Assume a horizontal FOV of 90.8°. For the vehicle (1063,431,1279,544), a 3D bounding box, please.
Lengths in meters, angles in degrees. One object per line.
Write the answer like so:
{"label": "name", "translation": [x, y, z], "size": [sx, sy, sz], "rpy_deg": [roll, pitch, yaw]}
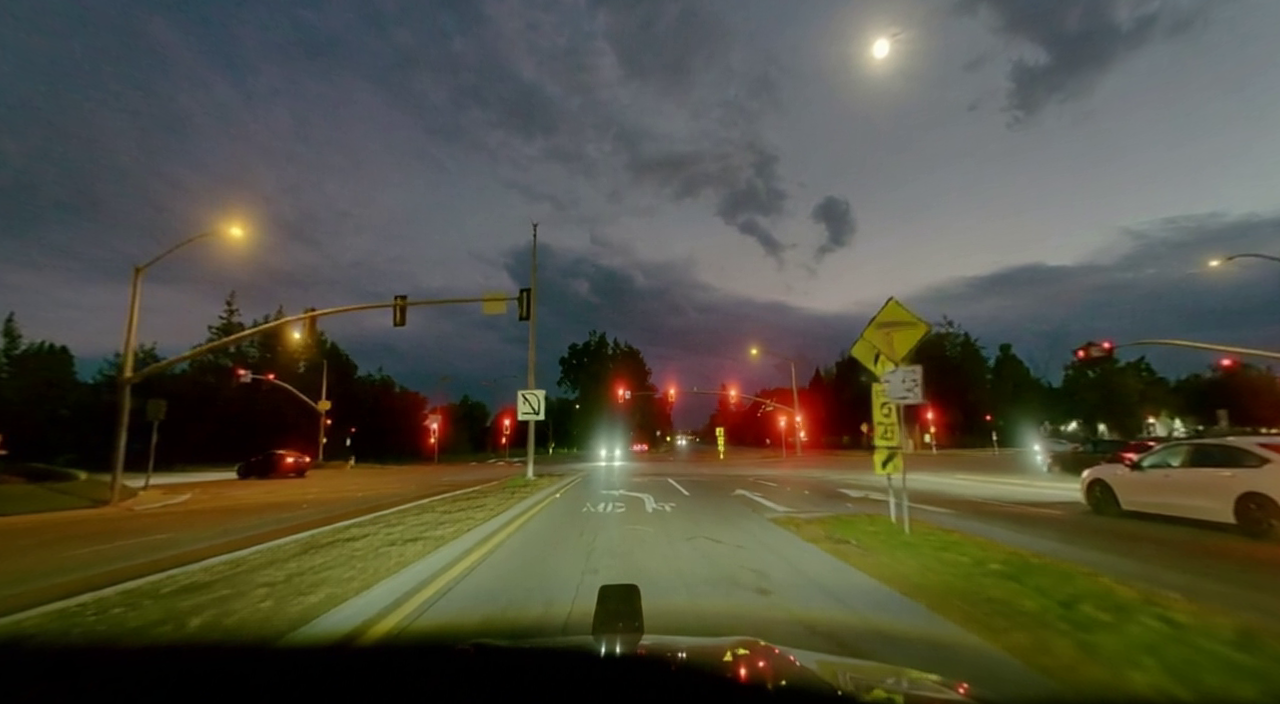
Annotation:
{"label": "vehicle", "translation": [9.540, 2.116, 10.446], "size": [1.933, 1.500, 4.458], "rpy_deg": [0, -9, -1]}

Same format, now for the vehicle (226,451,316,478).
{"label": "vehicle", "translation": [-24.925, 7.592, 42.809], "size": [4.706, 1.734, 2.253], "rpy_deg": [-1, -9, 5]}
